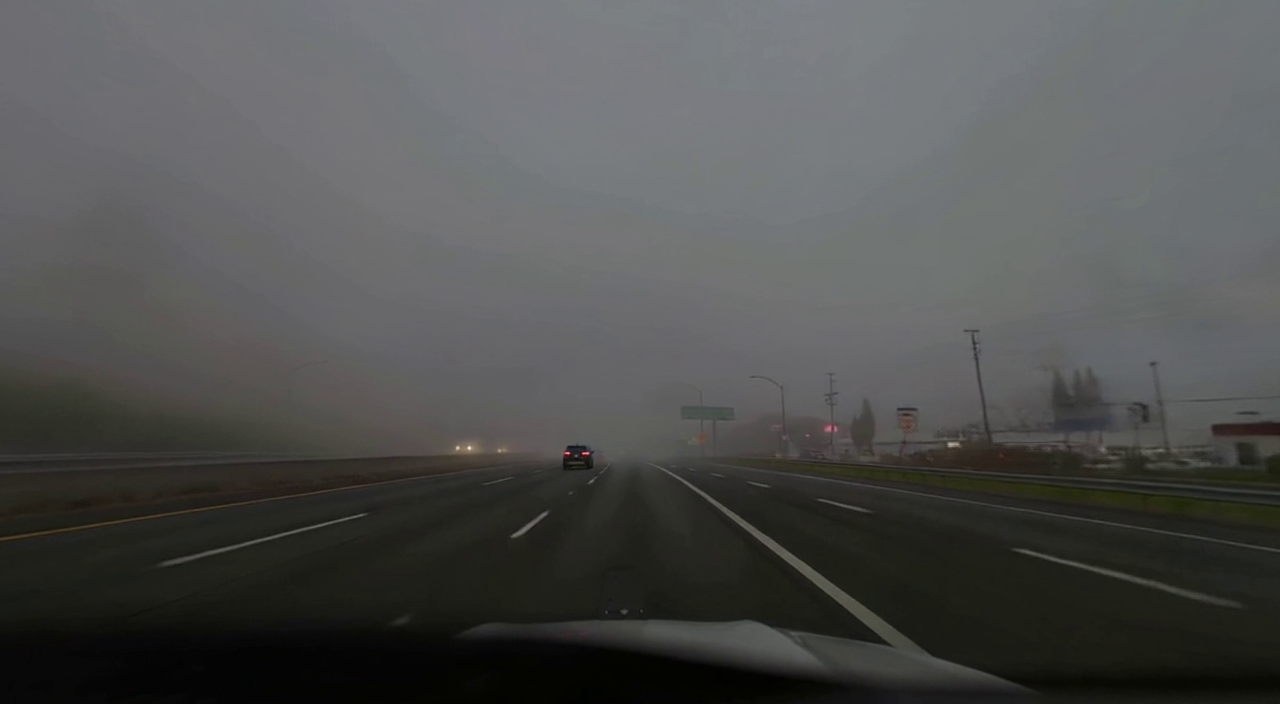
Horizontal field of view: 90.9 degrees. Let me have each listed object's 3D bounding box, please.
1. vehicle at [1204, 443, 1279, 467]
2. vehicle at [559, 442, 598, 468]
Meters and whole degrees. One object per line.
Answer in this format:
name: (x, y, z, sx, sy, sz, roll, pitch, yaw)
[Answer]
vehicle: (47.122, 7.920, 48.817, 1.922, 1.739, 4.652, 4, -9, -27)
vehicle: (-4.316, 7.344, 45.194, 2.236, 1.736, 5.585, 0, -8, 0)
